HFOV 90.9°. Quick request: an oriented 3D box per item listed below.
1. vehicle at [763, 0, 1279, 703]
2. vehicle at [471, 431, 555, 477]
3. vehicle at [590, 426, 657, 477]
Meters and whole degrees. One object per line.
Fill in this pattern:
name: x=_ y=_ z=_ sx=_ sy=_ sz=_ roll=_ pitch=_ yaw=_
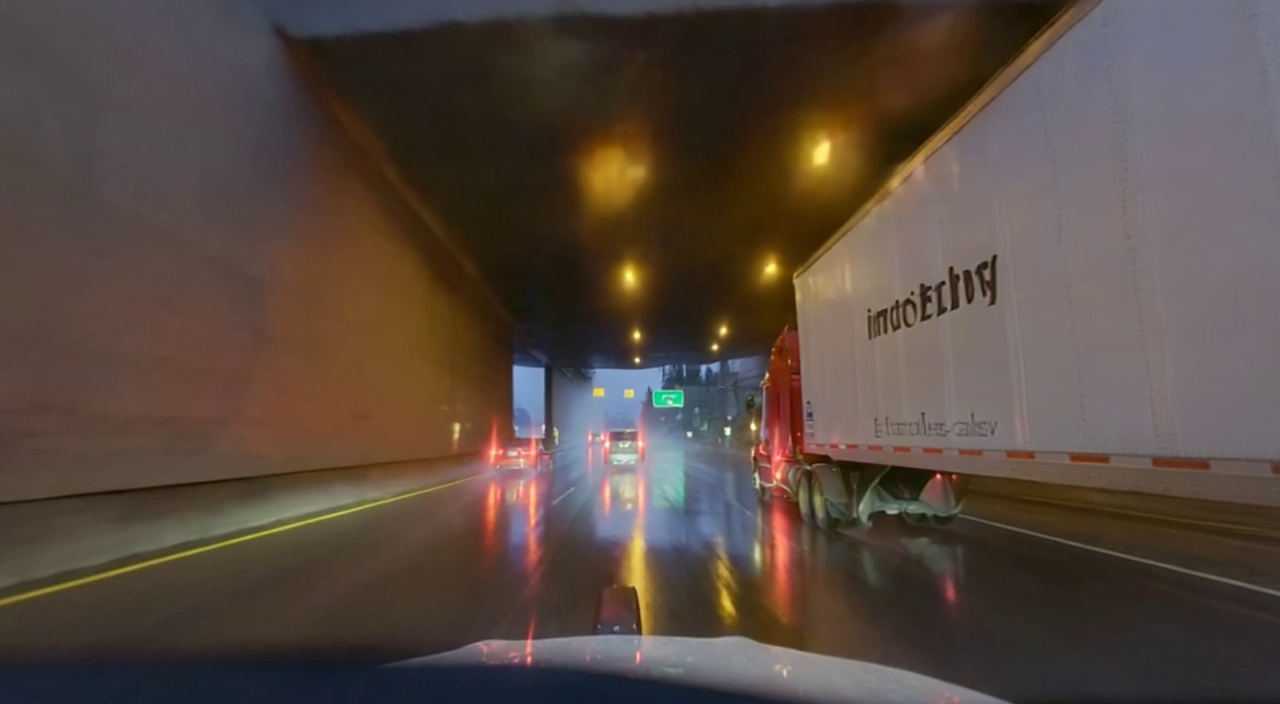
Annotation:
vehicle: x=3.882 y=-0.040 z=4.767 sx=2.842 sy=4.108 sz=14.081 roll=0 pitch=-8 yaw=-1
vehicle: x=-4.271 y=3.507 z=21.991 sx=2.019 sy=1.435 sz=4.317 roll=0 pitch=-8 yaw=0
vehicle: x=-0.546 y=3.403 z=21.814 sx=2.094 sy=1.600 sz=3.666 roll=0 pitch=-8 yaw=-1
